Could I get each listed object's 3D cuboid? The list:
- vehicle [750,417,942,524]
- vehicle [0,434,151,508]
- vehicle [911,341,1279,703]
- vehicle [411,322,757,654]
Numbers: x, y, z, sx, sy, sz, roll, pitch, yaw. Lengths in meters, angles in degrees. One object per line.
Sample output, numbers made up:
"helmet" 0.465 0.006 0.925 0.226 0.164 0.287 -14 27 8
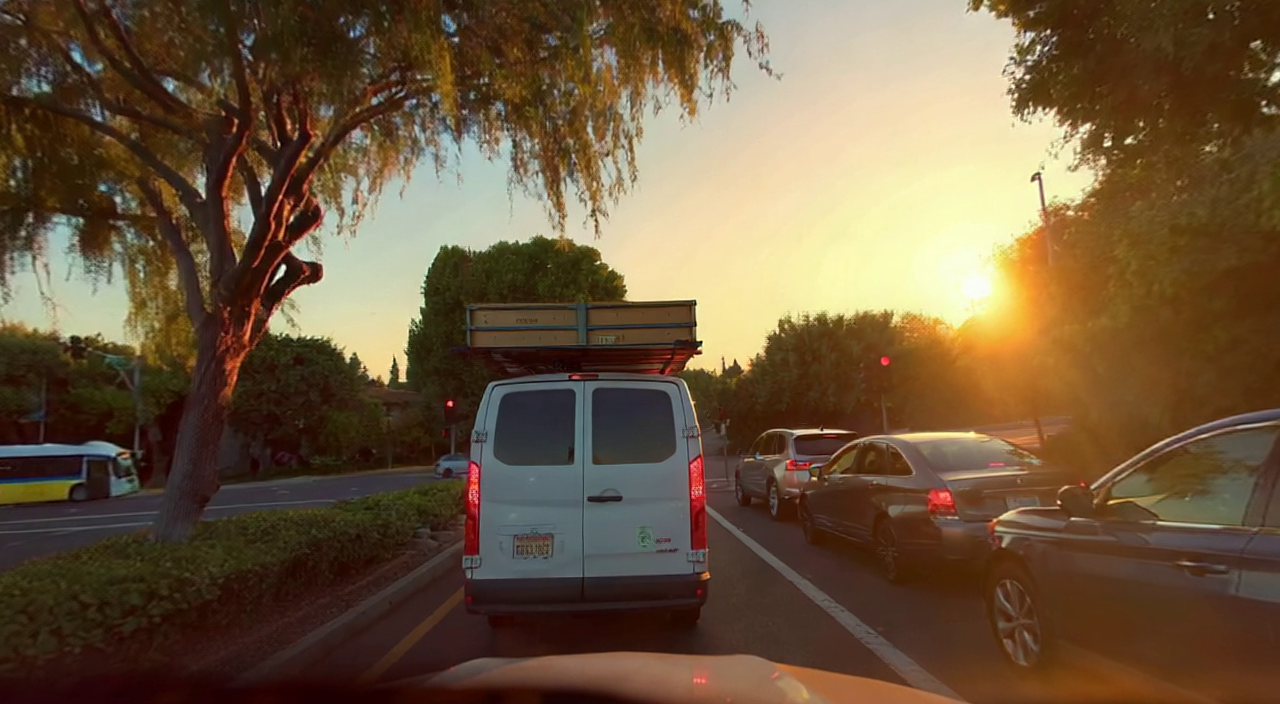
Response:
"vehicle" 3.677 2.212 12.266 2.024 1.692 4.252 1 -9 -4
"vehicle" -29.212 5.346 28.161 11.969 3.012 2.786 -1 -8 -4
"vehicle" 3.451 0.938 3.397 1.965 1.671 4.146 0 -9 -3
"vehicle" -0.358 1.154 6.194 2.145 2.089 4.309 0 -9 0
